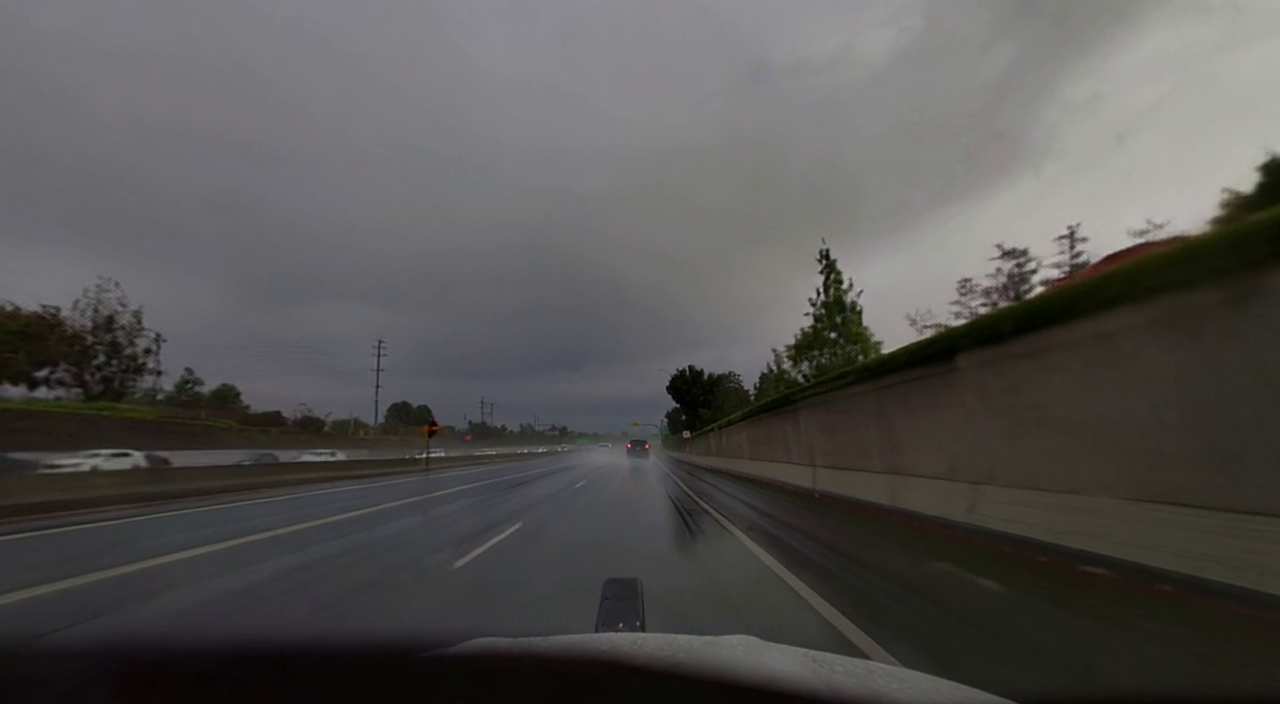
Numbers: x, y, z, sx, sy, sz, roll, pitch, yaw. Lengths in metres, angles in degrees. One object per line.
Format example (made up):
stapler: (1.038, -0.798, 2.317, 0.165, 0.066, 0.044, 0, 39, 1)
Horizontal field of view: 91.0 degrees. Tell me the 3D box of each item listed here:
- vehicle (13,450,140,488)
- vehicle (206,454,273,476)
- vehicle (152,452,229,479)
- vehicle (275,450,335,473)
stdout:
vehicle: (-29.679, 6.154, 33.450, 2.146, 1.840, 4.934, 0, -9, 0)
vehicle: (-29.600, 8.339, 46.709, 1.862, 1.517, 4.693, 0, -9, 0)
vehicle: (-33.718, 8.501, 47.433, 2.018, 1.811, 4.943, 0, -9, 1)
vehicle: (-25.697, 8.358, 48.496, 1.995, 1.653, 4.667, 0, -9, 0)
